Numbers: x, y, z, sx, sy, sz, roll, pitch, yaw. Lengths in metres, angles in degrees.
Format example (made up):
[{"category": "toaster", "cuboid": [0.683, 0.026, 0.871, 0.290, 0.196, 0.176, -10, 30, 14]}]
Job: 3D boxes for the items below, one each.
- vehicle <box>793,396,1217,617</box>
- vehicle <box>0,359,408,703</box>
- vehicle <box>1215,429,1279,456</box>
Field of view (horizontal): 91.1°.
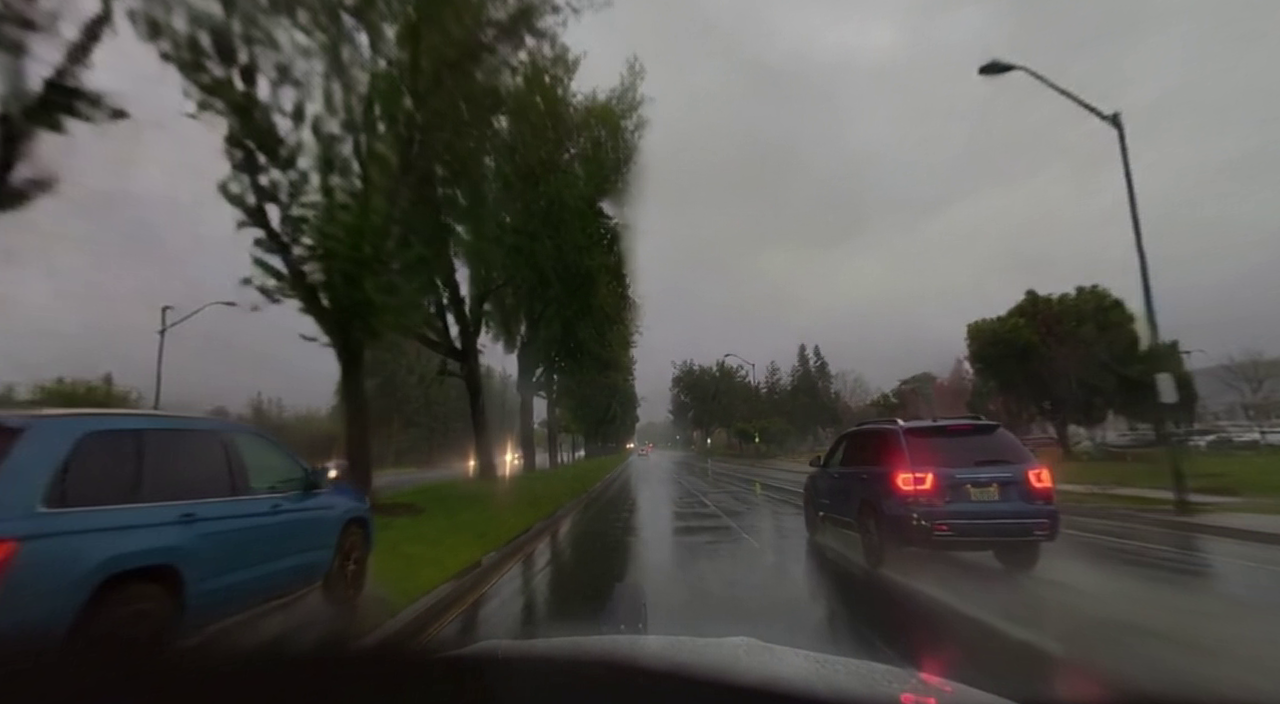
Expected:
[{"category": "vehicle", "cuboid": [3.558, 1.610, 7.633, 2.087, 1.759, 5.040, 0, -8, 0]}, {"category": "vehicle", "cuboid": [-3.406, 1.120, 4.177, 2.025, 1.635, 4.293, 0, -8, 1]}, {"category": "vehicle", "cuboid": [43.098, 6.277, 43.625, 4.164, 1.794, 2.005, 0, -8, 1]}]
